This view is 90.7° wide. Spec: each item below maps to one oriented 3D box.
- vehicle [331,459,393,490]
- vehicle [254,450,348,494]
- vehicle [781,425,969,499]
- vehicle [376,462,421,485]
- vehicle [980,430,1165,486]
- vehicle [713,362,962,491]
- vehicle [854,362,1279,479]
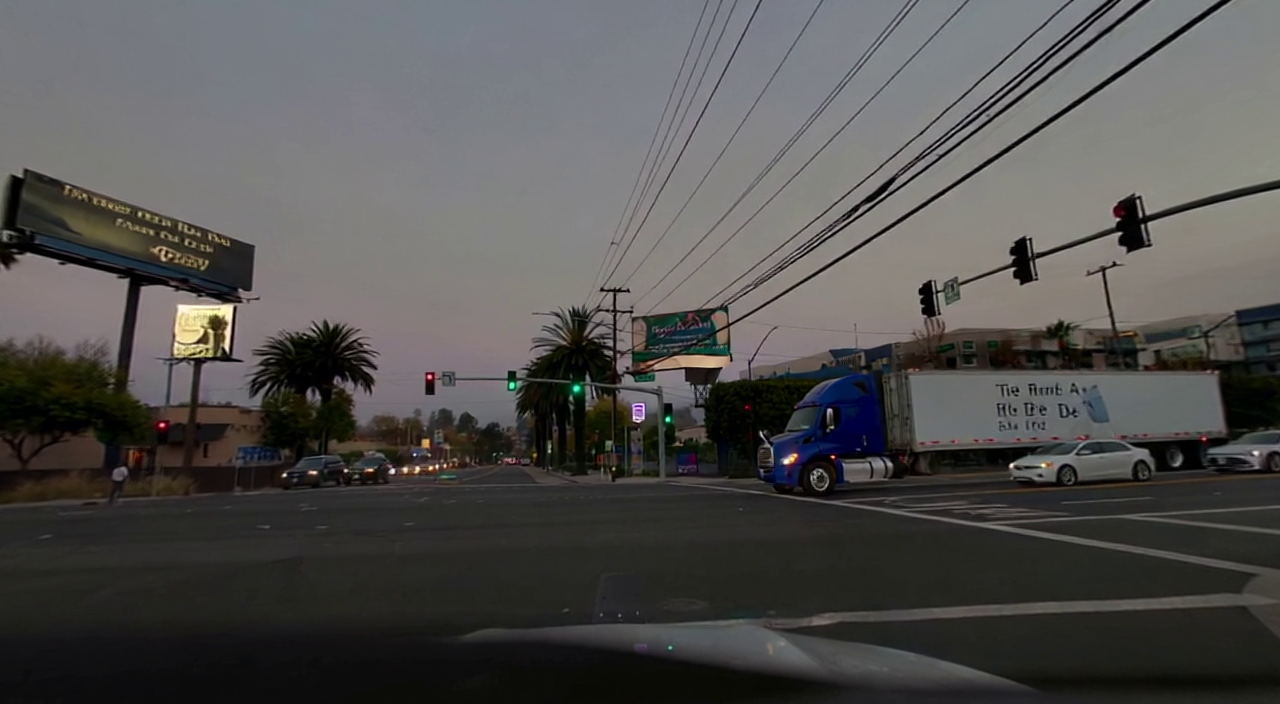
[{"bbox_3d":[-17.702,7.797,40.591,2.028,1.744,4.876,0,-9,-4],"label":"vehicle"},{"bbox_3d":[-22.111,7.791,41.656,2.989,2.573,6.053,0,-9,-3],"label":"vehicle"},{"bbox_3d":[7.457,3.528,20.397,5.079,1.893,2.200,-2,-10,-10],"label":"vehicle"},{"bbox_3d":[-18.552,9.329,48.777,1.834,1.521,4.970,0,-9,-4],"label":"vehicle"},{"bbox_3d":[14.450,3.557,21.280,4.958,1.510,1.949,-2,-10,-8],"label":"vehicle"},{"bbox_3d":[7.144,2.811,23.625,8.167,4.352,3.029,1,-9,-9],"label":"vehicle"},{"bbox_3d":[17.362,2.771,25.350,17.071,4.151,2.876,1,-9,-10],"label":"vehicle"}]
